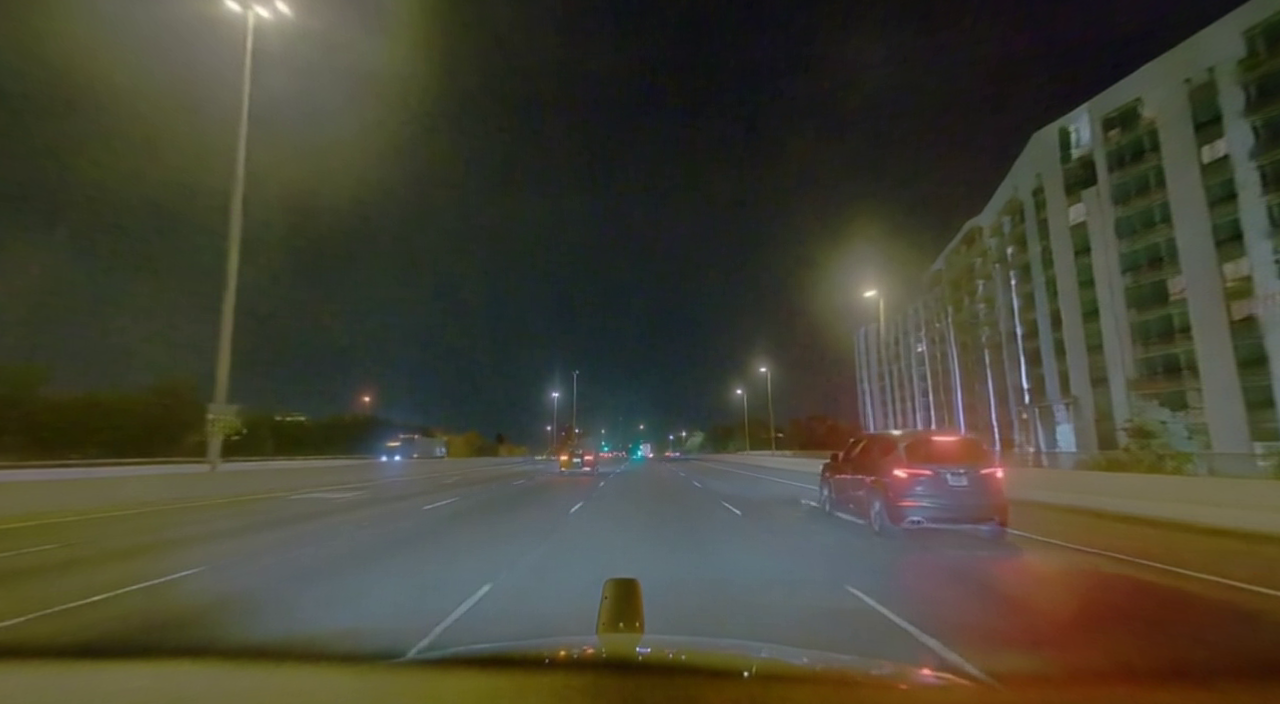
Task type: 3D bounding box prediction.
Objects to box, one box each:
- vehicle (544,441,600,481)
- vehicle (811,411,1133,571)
[{"bbox_3d":[-3.112,5.123,29.898,2.075,1.721,4.763,0,-9,1],"label":"vehicle"},{"bbox_3d":[4.284,1.875,9.282,2.170,1.733,4.631,0,-9,0],"label":"vehicle"}]
